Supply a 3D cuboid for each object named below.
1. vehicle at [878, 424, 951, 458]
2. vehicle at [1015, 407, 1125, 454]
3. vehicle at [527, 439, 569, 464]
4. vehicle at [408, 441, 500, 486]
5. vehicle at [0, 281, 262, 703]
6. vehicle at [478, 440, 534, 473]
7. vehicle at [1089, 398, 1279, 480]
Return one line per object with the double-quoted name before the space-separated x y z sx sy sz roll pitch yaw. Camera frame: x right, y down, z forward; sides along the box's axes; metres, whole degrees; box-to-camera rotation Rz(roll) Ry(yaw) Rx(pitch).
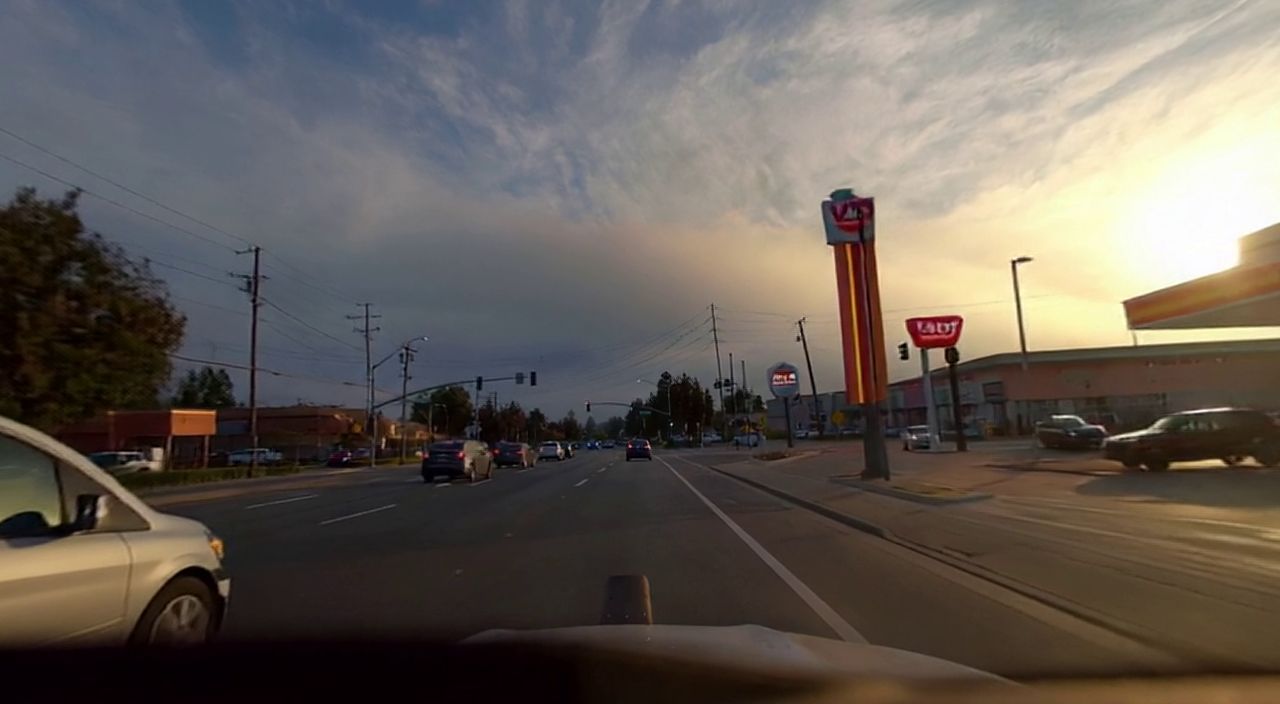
"vehicle" 16.024 5.249 37.127 2.116 1.849 4.806 0 -9 0
"vehicle" 23.739 4.426 35.171 2.314 2.302 5.730 -4 -8 5
"vehicle" -6.286 6.848 43.443 2.130 1.636 4.427 0 -8 2
"vehicle" -6.657 4.004 23.088 1.960 1.468 4.345 0 -8 1
"vehicle" -3.254 0.543 1.127 2.190 1.844 4.751 0 -8 0
"vehicle" -6.659 5.224 31.771 1.804 1.513 4.191 0 -8 2
"vehicle" 15.981 2.440 17.749 2.178 1.911 5.852 -1 -8 -2
